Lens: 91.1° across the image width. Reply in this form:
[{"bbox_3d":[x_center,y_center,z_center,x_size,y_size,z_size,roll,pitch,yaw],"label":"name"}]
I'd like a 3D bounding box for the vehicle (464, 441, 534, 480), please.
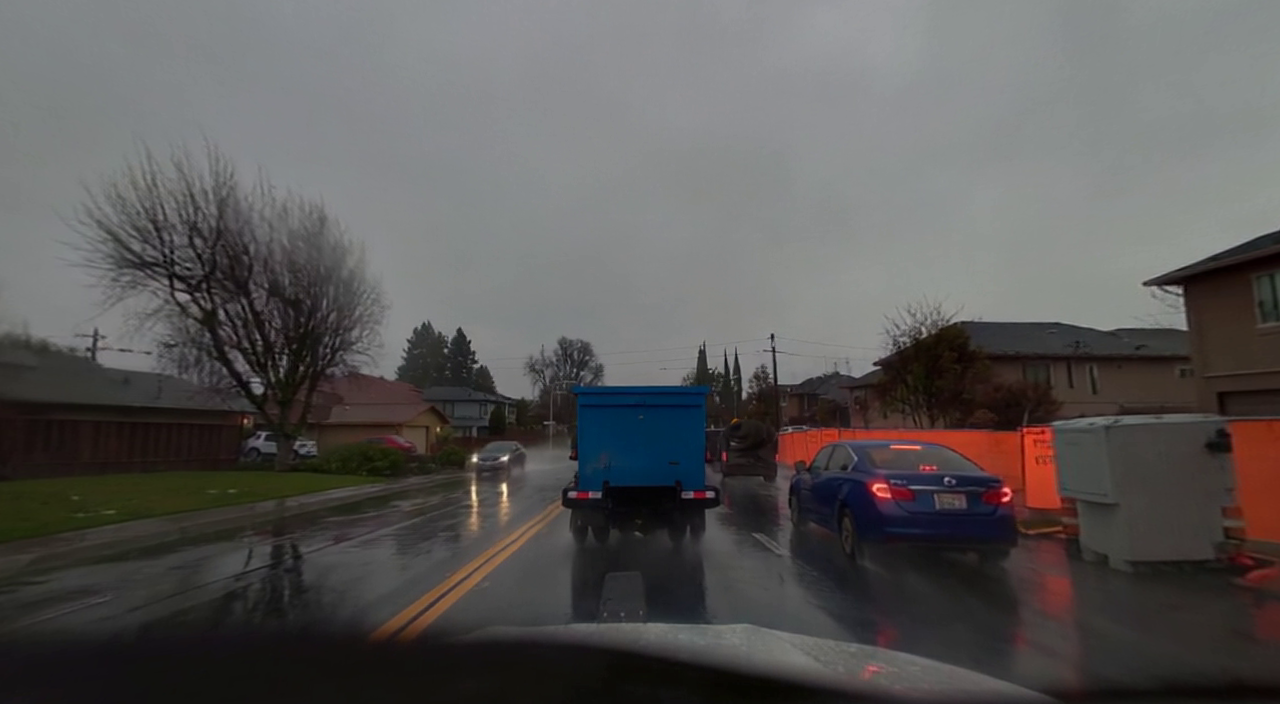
[{"bbox_3d":[-6.022,4.692,27.419,1.953,1.528,4.492,0,-8,1],"label":"vehicle"}]

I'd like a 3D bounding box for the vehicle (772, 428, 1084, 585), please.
[{"bbox_3d":[3.273,1.833,8.386,2.010,1.499,4.481,0,-8,0],"label":"vehicle"}]

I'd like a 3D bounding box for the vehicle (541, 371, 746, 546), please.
[{"bbox_3d":[0.074,1.906,11.742,2.751,2.361,6.347,0,-8,0],"label":"vehicle"}]

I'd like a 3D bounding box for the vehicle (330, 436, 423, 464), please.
[{"bbox_3d":[-15.040,5.616,36.019,4.490,1.500,1.875,0,-8,-2],"label":"vehicle"}]

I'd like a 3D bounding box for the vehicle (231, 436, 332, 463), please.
[{"bbox_3d":[-20.345,5.525,35.724,4.706,1.468,1.817,-1,-8,3],"label":"vehicle"}]
